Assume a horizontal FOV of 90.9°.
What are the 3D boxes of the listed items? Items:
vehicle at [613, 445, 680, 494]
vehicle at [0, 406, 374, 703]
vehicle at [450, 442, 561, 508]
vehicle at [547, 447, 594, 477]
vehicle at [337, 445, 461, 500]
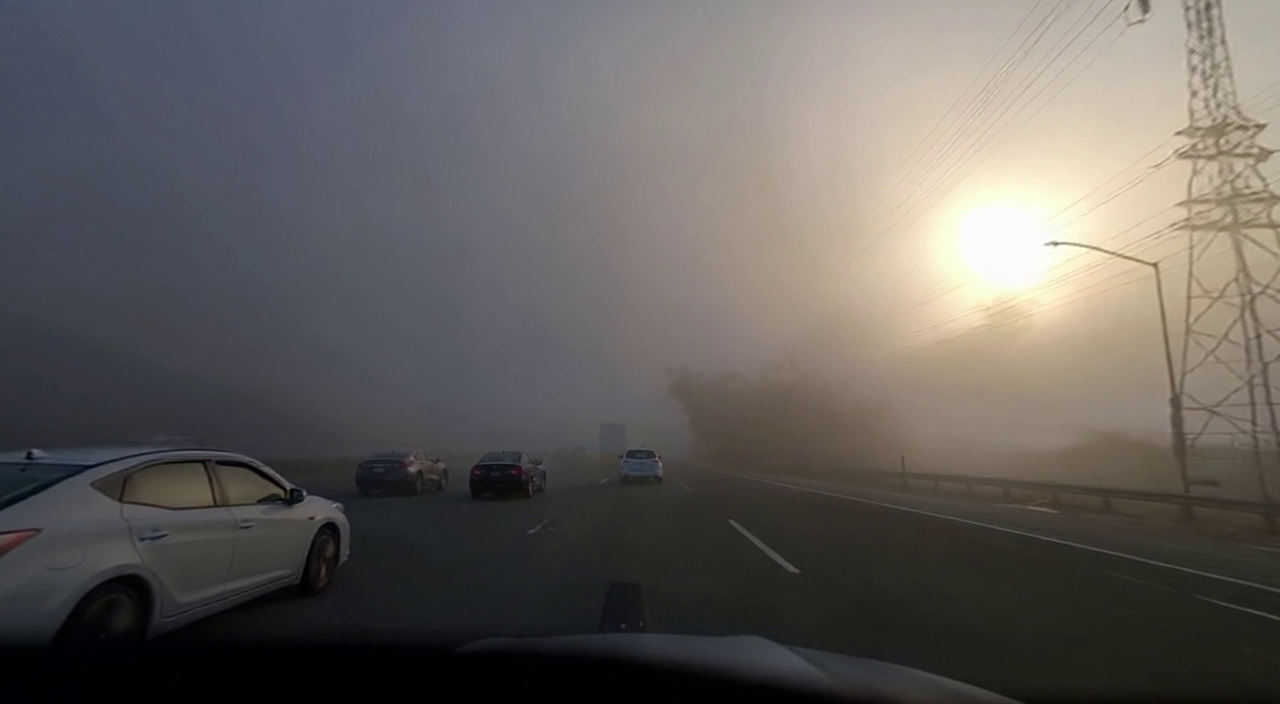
[{"bbox_3d":[0.173,3.910,21.374,2.018,1.470,4.491,0,-9,0],"label":"vehicle"},{"bbox_3d":[-3.666,1.212,4.154,1.883,1.500,4.373,0,-9,0],"label":"vehicle"},{"bbox_3d":[-3.310,3.110,16.405,1.912,1.464,4.115,0,-9,1],"label":"vehicle"},{"bbox_3d":[-3.559,5.675,32.806,2.013,1.437,3.801,0,-9,0],"label":"vehicle"},{"bbox_3d":[-7.084,3.553,19.109,1.867,1.445,4.499,0,-9,2],"label":"vehicle"}]
